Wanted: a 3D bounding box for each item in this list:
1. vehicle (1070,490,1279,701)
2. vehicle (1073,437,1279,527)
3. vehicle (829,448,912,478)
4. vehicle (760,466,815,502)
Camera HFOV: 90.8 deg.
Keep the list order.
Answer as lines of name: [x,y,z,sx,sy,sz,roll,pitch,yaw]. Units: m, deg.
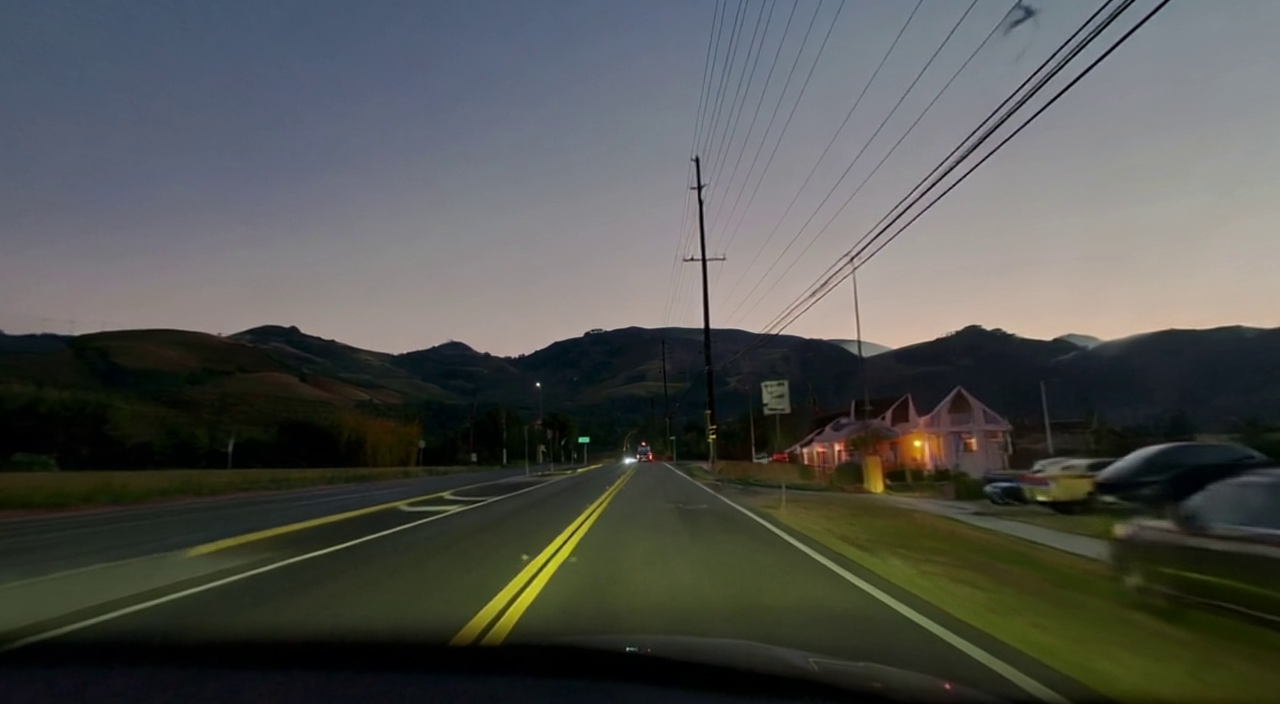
vehicle: [6.060,2.083,5.444,1.926,1.497,3.988,0,-9,1]
vehicle: [14.914,3.393,16.772,4.982,1.869,2.265,-4,-11,0]
vehicle: [15.500,7.465,42.694,4.798,1.934,1.908,0,-9,1]
vehicle: [6.874,6.197,29.855,1.781,1.432,4.169,-1,-9,2]
